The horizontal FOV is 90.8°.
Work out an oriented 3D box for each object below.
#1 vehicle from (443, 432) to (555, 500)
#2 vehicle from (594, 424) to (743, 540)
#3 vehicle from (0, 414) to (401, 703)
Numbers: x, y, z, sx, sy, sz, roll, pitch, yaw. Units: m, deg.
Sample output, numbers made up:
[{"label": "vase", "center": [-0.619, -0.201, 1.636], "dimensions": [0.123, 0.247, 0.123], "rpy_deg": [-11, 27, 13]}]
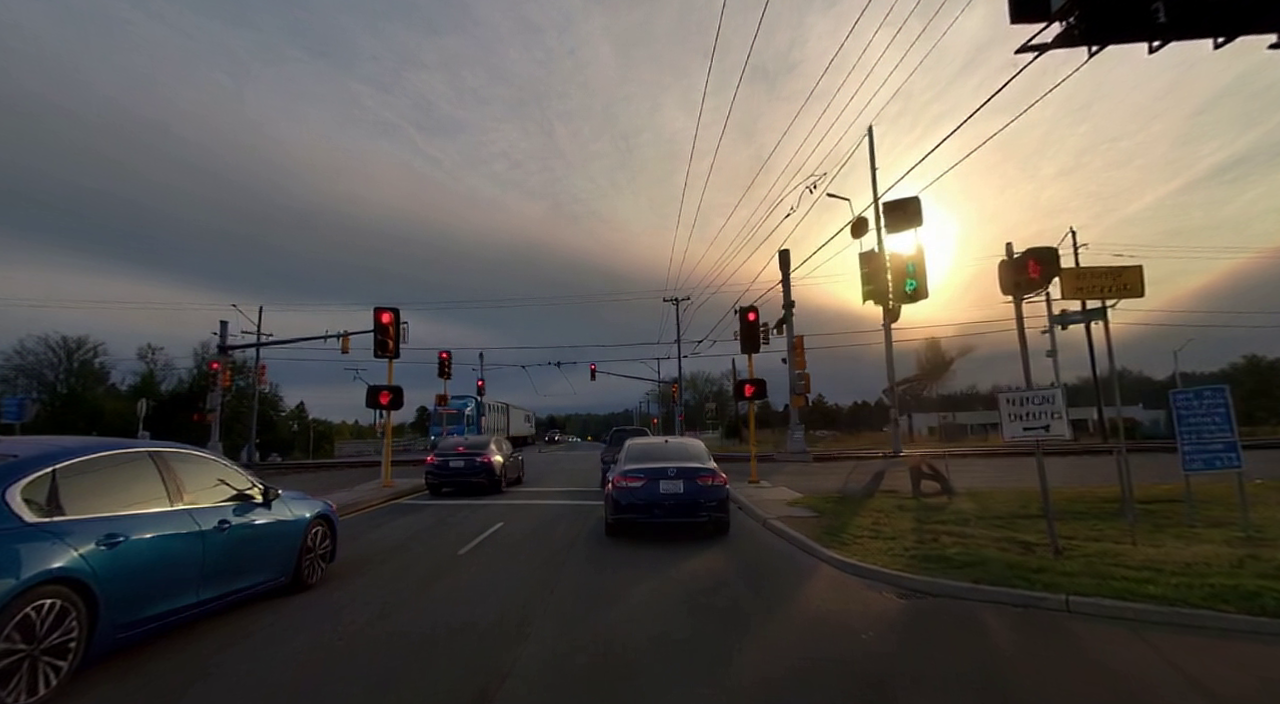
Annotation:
[{"label": "vehicle", "center": [-3.421, 2.854, 16.126], "dimensions": [1.984, 1.505, 3.982], "rpy_deg": [0, -9, -1]}, {"label": "vehicle", "center": [0.301, 2.047, 10.507], "dimensions": [1.998, 1.529, 3.960], "rpy_deg": [0, -9, -2]}, {"label": "vehicle", "center": [-3.717, 1.335, 4.930], "dimensions": [1.956, 1.468, 4.585], "rpy_deg": [0, -9, -1]}]
